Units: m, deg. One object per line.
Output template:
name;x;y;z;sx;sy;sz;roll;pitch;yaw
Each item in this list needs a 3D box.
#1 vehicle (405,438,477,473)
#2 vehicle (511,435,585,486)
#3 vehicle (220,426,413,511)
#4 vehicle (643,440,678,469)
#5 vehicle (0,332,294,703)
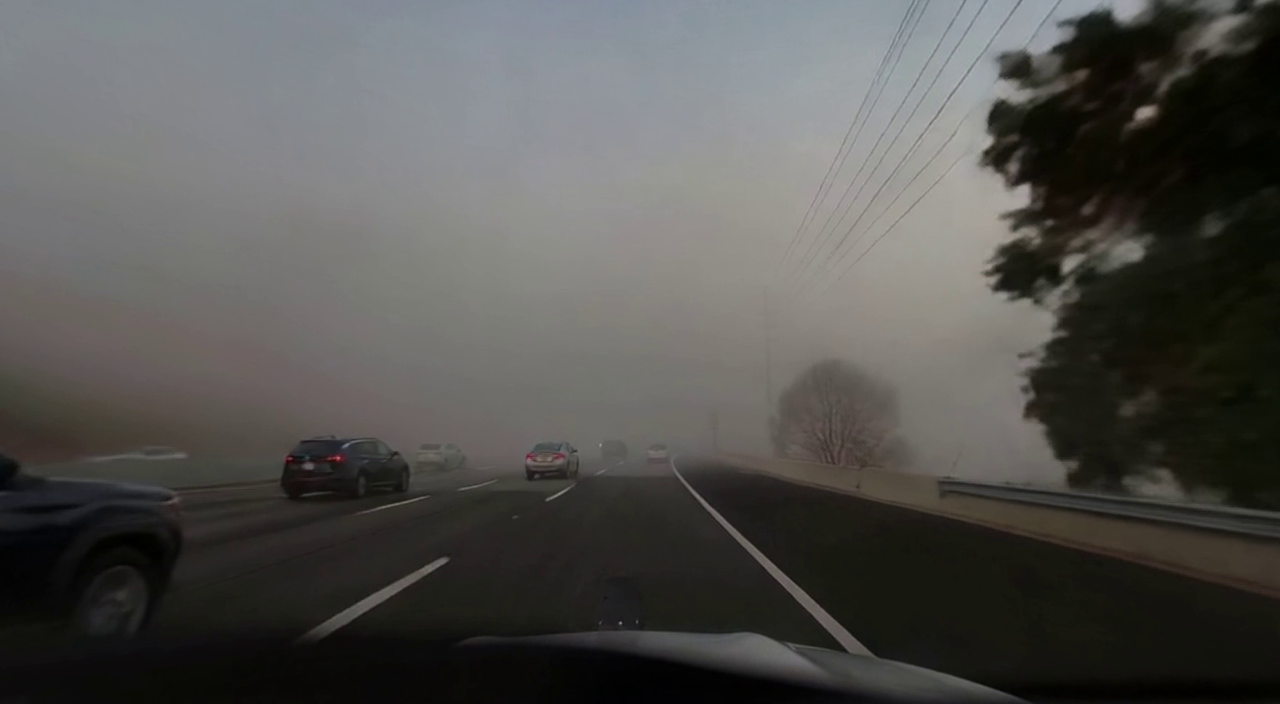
vehicle;-10.449;5.492;33.558;2.097;1.722;4.981;0;-9;2
vehicle;-3.254;3.932;23.105;1.976;1.688;4.124;0;-9;1
vehicle;-7.463;2.735;15.267;2.043;1.696;4.851;0;-9;1
vehicle;1.308;6.316;38.832;2.038;1.677;4.219;0;-9;3
vehicle;-3.680;0.759;2.059;2.202;1.801;4.959;0;-9;1
